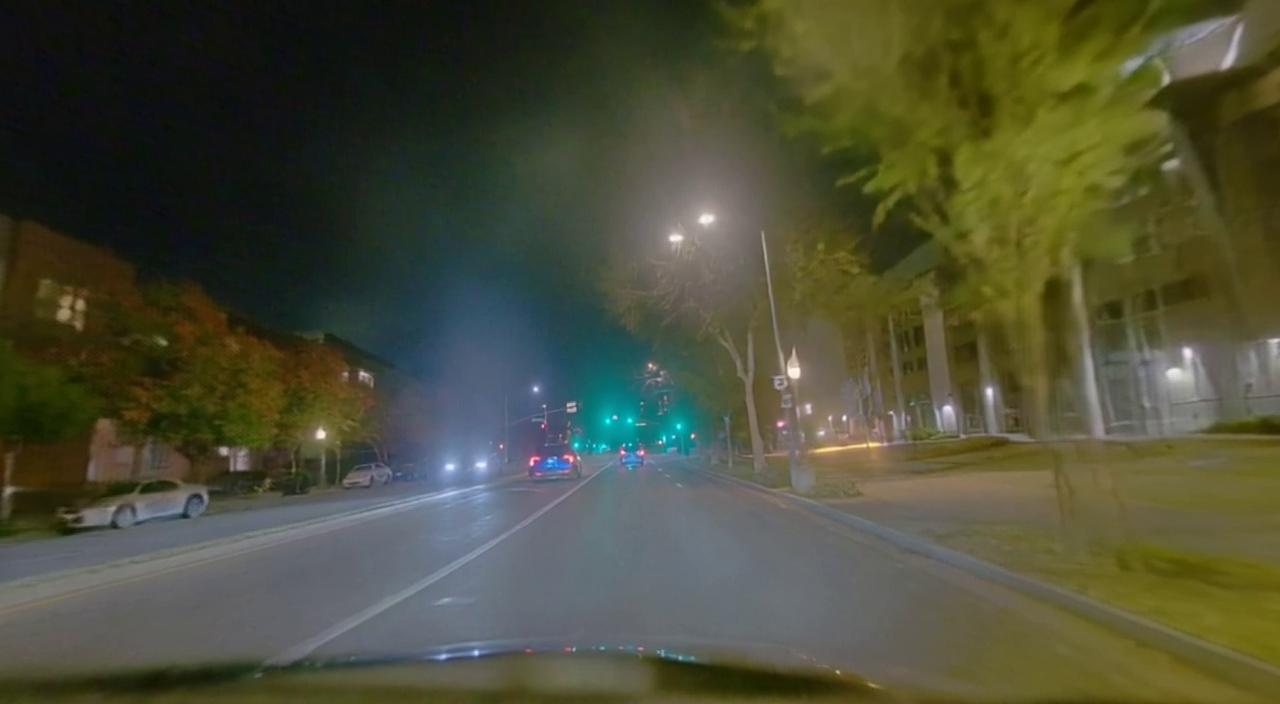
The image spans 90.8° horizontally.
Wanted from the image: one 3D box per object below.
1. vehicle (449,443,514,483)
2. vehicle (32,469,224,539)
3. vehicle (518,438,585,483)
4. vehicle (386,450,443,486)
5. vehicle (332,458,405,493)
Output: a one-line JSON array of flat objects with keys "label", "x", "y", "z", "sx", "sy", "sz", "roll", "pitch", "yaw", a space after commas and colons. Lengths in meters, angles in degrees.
[{"label": "vehicle", "x": -8.050, "y": 5.654, "z": 32.503, "sx": 2.084, "sy": 1.731, "sz": 4.595, "roll": -4, "pitch": -8, "yaw": 0}, {"label": "vehicle", "x": -14.727, "y": 4.343, "z": 18.599, "sx": 1.874, "sy": 1.392, "sz": 4.633, "roll": -7, "pitch": -8, "yaw": -1}, {"label": "vehicle", "x": -3.616, "y": 4.551, "z": 26.772, "sx": 2.097, "sy": 1.755, "sz": 4.336, "roll": 0, "pitch": -8, "yaw": 1}, {"label": "vehicle", "x": -14.551, "y": 7.474, "z": 41.063, "sx": 1.996, "sy": 1.886, "sz": 4.692, "roll": -6, "pitch": -8, "yaw": -1}, {"label": "vehicle", "x": -14.661, "y": 6.667, "z": 34.414, "sx": 1.880, "sy": 1.476, "sz": 4.715, "roll": -6, "pitch": -8, "yaw": 0}]
